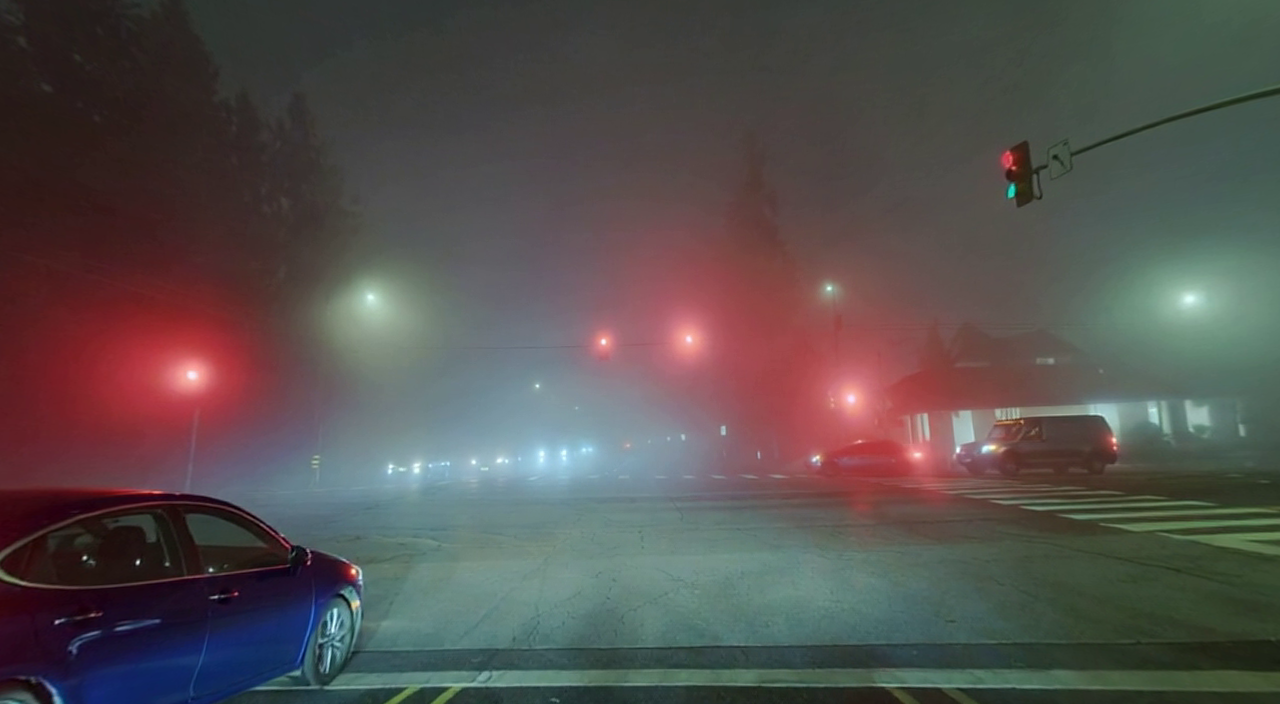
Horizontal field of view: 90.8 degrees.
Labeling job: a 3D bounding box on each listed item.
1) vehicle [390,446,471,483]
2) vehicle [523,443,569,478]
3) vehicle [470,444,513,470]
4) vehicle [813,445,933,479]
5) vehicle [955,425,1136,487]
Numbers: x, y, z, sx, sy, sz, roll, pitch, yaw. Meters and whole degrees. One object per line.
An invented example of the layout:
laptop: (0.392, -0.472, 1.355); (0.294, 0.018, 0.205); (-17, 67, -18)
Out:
vehicle: (-8.982, 4.834, 27.497); (2.024, 1.460, 4.381); (0, -9, 0)
vehicle: (-4.181, 4.742, 27.963); (1.846, 1.416, 4.228); (1, -9, -9)
vehicle: (-9.017, 6.385, 38.709); (1.779, 1.460, 4.463); (0, -9, -3)
vehicle: (10.429, 4.965, 28.654); (4.828, 1.453, 1.919); (-2, -9, 11)
vehicle: (14.829, 3.769, 23.133); (5.910, 2.046, 2.228); (3, -9, -19)
